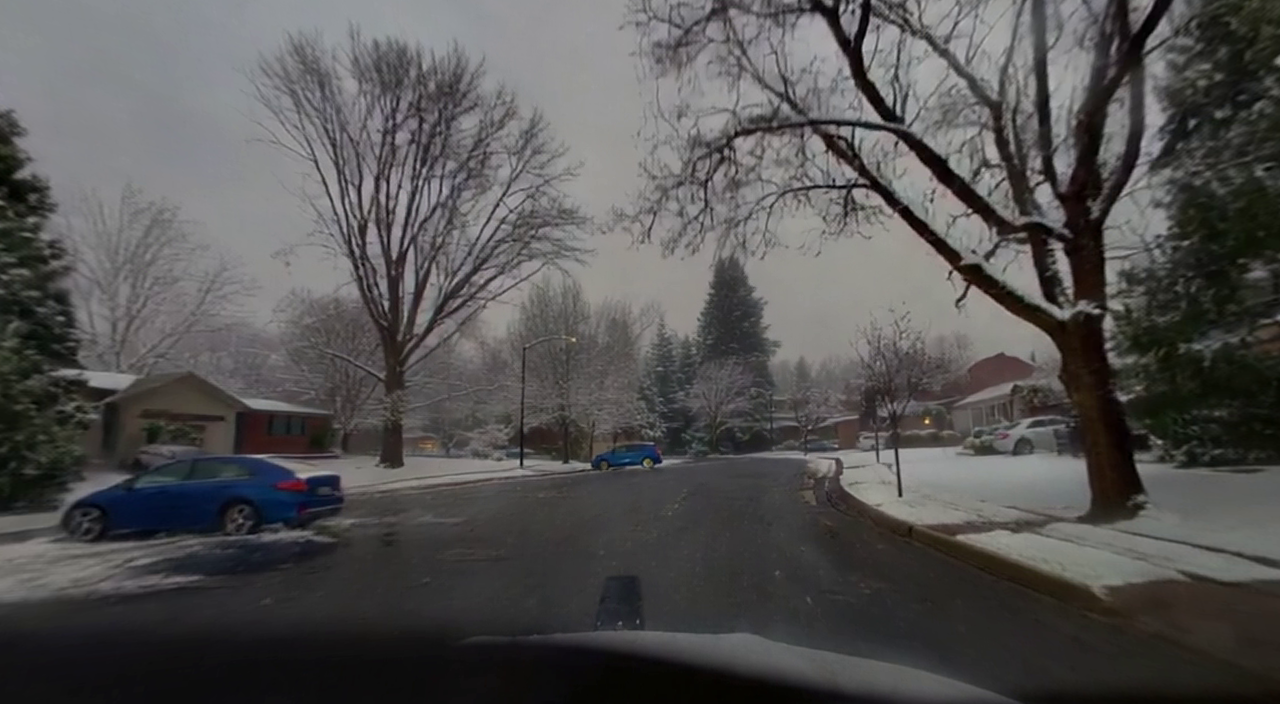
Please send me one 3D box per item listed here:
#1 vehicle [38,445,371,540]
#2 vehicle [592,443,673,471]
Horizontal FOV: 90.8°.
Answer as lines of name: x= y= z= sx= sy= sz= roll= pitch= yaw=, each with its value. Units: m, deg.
vehicle: x=-7.568 y=2.427 z=11.309 sx=4.653 sy=1.480 sz=1.871 roll=-1 pitch=-8 yaw=4
vehicle: x=-0.439 y=6.450 z=39.023 sx=4.692 sy=1.660 sz=1.879 roll=-2 pitch=-9 yaw=15
